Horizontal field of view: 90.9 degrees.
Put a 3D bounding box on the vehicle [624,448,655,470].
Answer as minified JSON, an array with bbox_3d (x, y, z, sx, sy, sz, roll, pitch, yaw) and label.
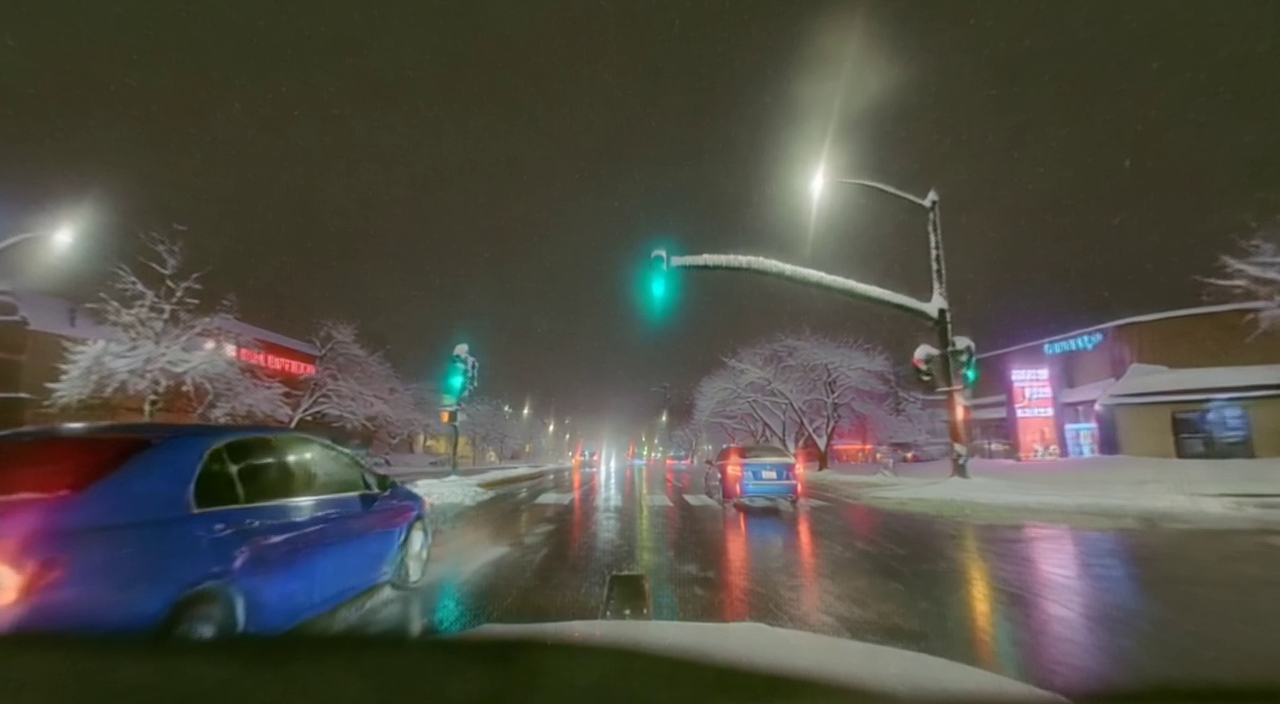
[{"bbox_3d":[-0.078,7.614,45.096,2.070,1.460,4.118,0,-8,-1],"label":"vehicle"}]

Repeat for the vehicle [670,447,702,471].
[{"bbox_3d":[3.265,7.650,45.190,1.931,1.552,4.125,0,-8,0],"label":"vehicle"}]

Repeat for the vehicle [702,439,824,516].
[{"bbox_3d":[2.697,2.847,14.878,1.946,1.513,4.133,0,-8,-1],"label":"vehicle"}]

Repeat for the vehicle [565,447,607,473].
[{"bbox_3d":[-3.192,6.496,38.142,2.040,1.471,4.211,-1,-8,2],"label":"vehicle"}]

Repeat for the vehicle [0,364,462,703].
[{"bbox_3d":[-3.013,1.222,4.411,2.032,1.639,5.037,-1,-8,1],"label":"vehicle"}]
